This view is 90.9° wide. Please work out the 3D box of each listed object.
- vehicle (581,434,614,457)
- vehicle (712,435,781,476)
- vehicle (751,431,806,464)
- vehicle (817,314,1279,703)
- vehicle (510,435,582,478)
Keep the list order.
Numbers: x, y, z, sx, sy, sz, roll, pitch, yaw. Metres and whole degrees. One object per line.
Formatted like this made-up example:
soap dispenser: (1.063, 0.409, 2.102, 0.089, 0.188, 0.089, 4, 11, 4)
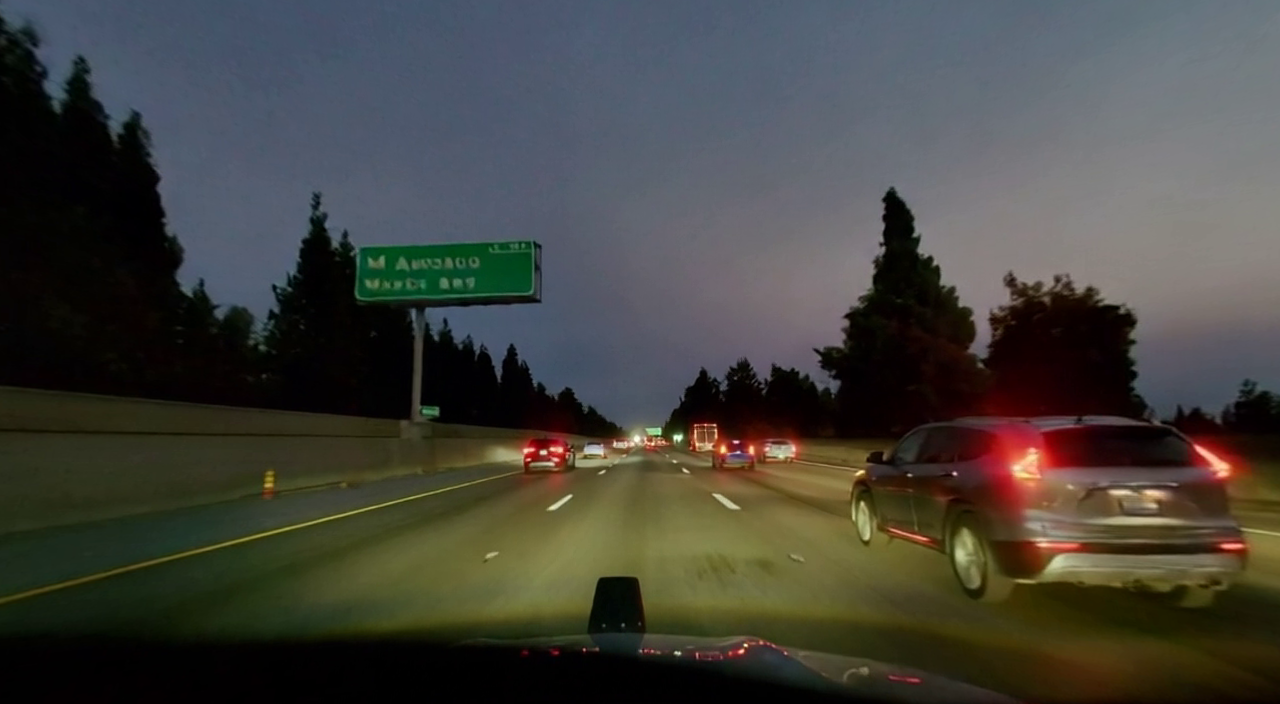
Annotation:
vehicle: (-3.123, 6.979, 47.143, 2.020, 1.628, 4.248, 0, -8, 1)
vehicle: (4.079, 4.030, 24.783, 1.953, 1.480, 4.053, 0, -8, -1)
vehicle: (7.740, 5.403, 35.686, 2.041, 1.712, 4.374, 0, -8, -1)
vehicle: (3.715, 1.161, 5.867, 2.517, 1.935, 5.552, 0, -8, 0)
vehicle: (-3.469, 3.925, 23.993, 1.978, 1.473, 4.073, 0, -8, 2)
